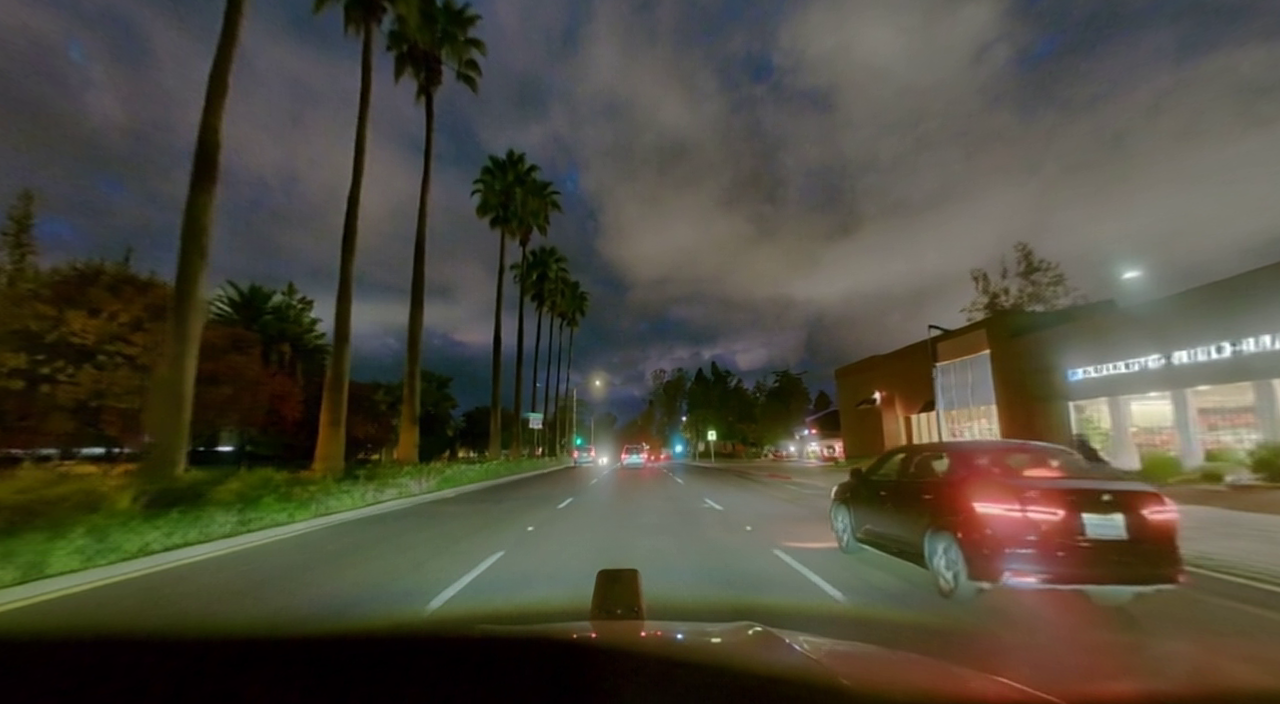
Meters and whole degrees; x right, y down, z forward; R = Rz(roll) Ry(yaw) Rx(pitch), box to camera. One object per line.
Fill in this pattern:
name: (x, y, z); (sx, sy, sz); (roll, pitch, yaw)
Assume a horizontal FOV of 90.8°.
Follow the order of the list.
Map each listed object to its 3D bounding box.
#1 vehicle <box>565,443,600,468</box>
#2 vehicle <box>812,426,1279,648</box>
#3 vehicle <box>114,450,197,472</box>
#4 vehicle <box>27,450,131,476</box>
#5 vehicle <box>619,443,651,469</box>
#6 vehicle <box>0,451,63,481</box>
vehicle: (-4.082, 7.460, 45.710); (2.071, 1.744, 4.500); (0, -9, 0)
vehicle: (3.567, 1.618, 6.713); (2.090, 1.503, 4.566); (0, -9, -1)
vehicle: (-35.679, 8.030, 46.619); (4.294, 1.515, 2.111); (1, -9, -4)
vehicle: (-35.098, 6.966, 39.641); (4.515, 1.552, 2.036); (0, -9, -1)
vehicle: (-0.395, 7.130, 43.426); (2.102, 1.653, 3.698); (0, -9, -1)
vehicle: (-34.709, 6.200, 34.533); (4.277, 1.537, 1.942); (0, -9, -3)
